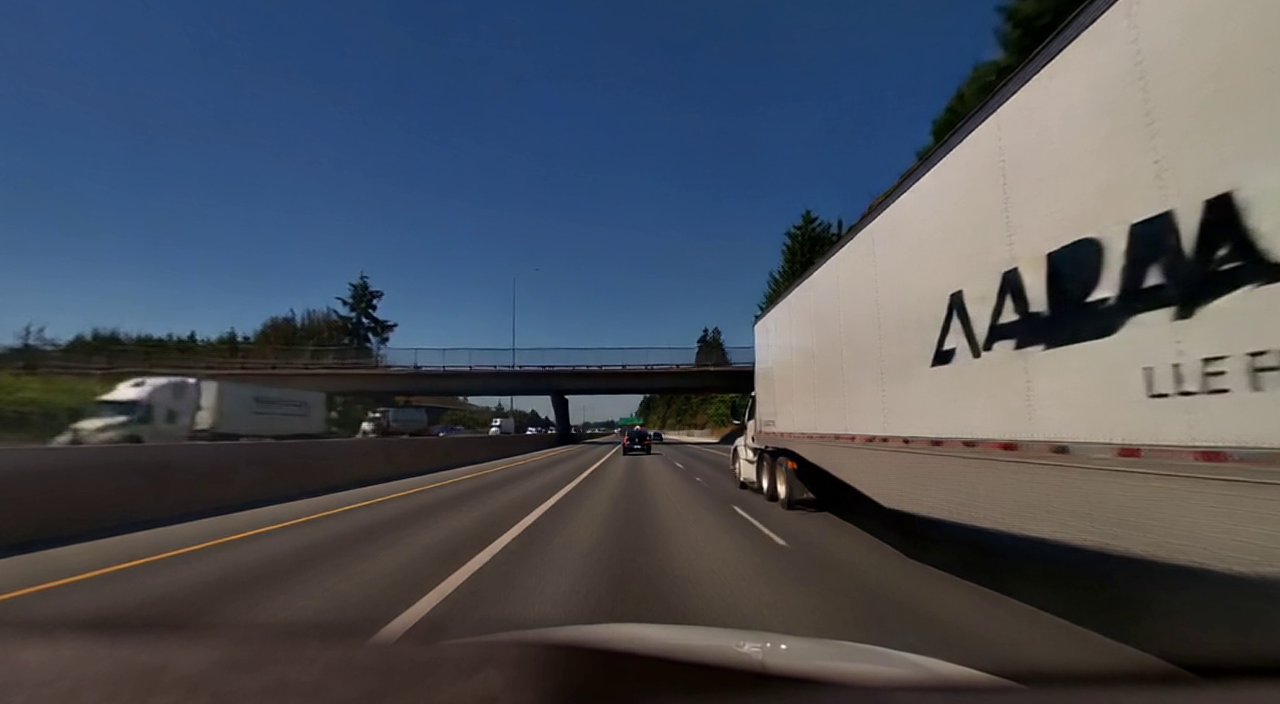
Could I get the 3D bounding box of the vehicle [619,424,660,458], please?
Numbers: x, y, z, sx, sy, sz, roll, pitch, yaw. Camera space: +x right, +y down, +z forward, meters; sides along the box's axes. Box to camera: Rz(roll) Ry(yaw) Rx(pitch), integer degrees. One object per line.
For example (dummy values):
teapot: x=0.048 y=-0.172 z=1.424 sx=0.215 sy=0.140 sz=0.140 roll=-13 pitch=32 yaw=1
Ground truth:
vehicle: x=-0.056 y=5.298 z=37.579 sx=2.277 sy=1.913 sz=4.510 roll=0 pitch=-8 yaw=-1

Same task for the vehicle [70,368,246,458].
vehicle: x=-23.506 y=3.142 z=31.351 sx=3.010 sy=3.948 sz=6.974 roll=0 pitch=-8 yaw=1

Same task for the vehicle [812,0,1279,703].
vehicle: x=4.094 y=-0.363 z=1.839 sx=2.987 sy=4.021 sz=14.105 roll=0 pitch=-8 yaw=-1
